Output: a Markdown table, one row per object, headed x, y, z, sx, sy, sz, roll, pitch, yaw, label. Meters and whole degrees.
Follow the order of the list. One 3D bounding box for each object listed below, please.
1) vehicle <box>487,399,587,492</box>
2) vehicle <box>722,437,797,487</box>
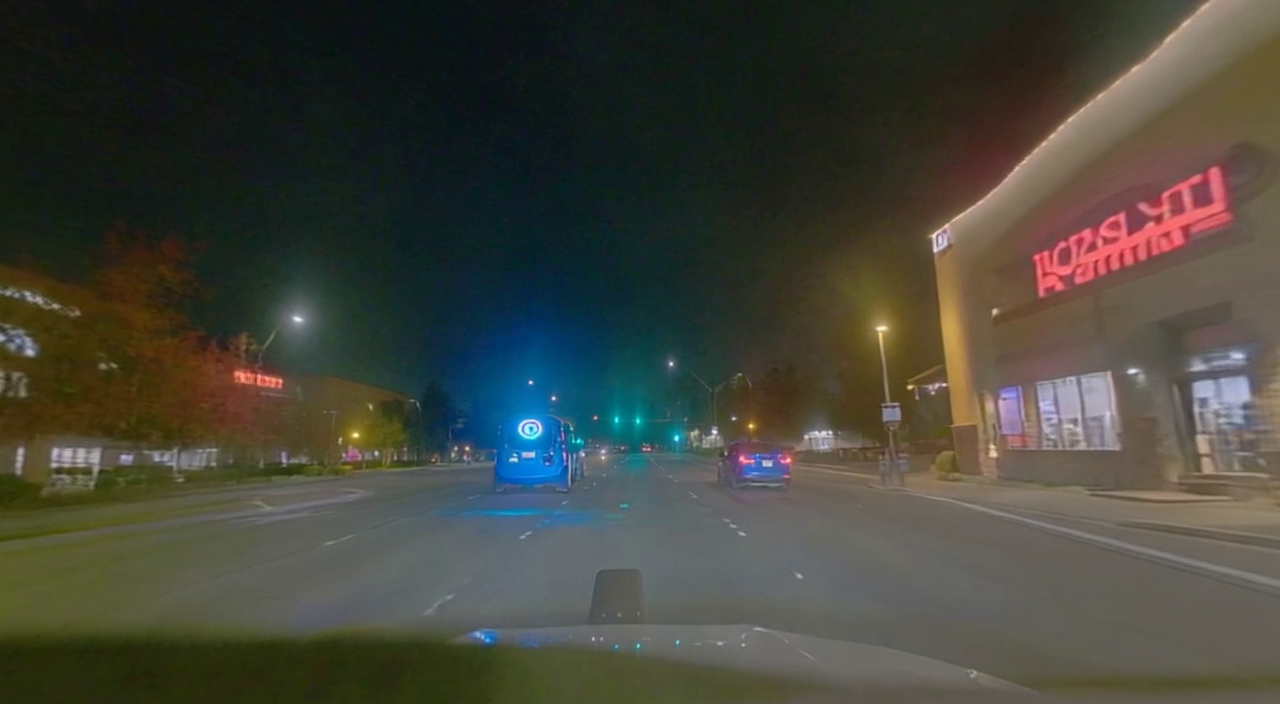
| x | y | z | sx | sy | sz | roll | pitch | yaw | label |
| --- | --- | --- | --- | --- | --- | --- | --- | --- | --- |
| -3.375 | 3.286 | 22.178 | 2.443 | 2.784 | 5.862 | 0 | -9 | 1 | vehicle |
| 4.311 | 4.042 | 23.448 | 1.869 | 1.646 | 4.166 | 0 | -9 | -2 | vehicle |
